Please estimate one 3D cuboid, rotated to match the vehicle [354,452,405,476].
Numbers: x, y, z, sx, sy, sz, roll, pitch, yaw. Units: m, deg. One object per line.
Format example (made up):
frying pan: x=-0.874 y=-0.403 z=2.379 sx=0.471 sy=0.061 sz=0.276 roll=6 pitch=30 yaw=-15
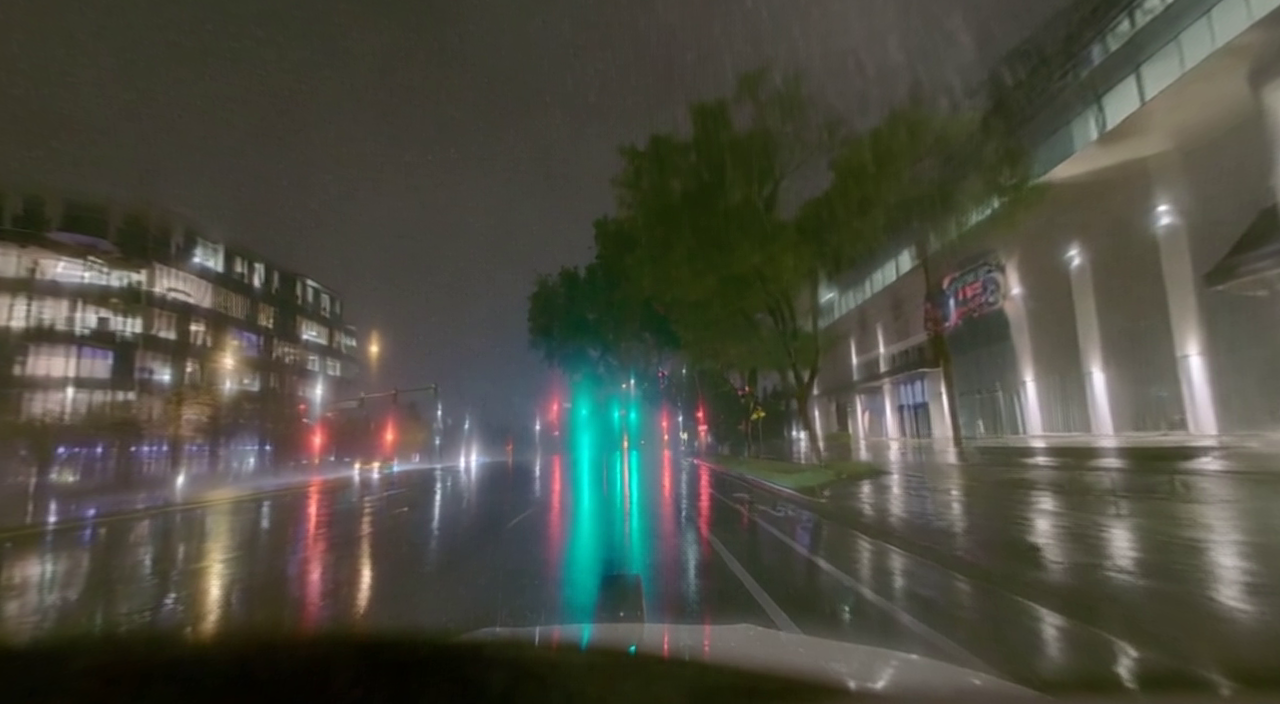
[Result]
vehicle: x=-20.214 y=8.665 z=49.202 sx=2.223 sy=1.728 sz=4.250 roll=0 pitch=-9 yaw=-1
